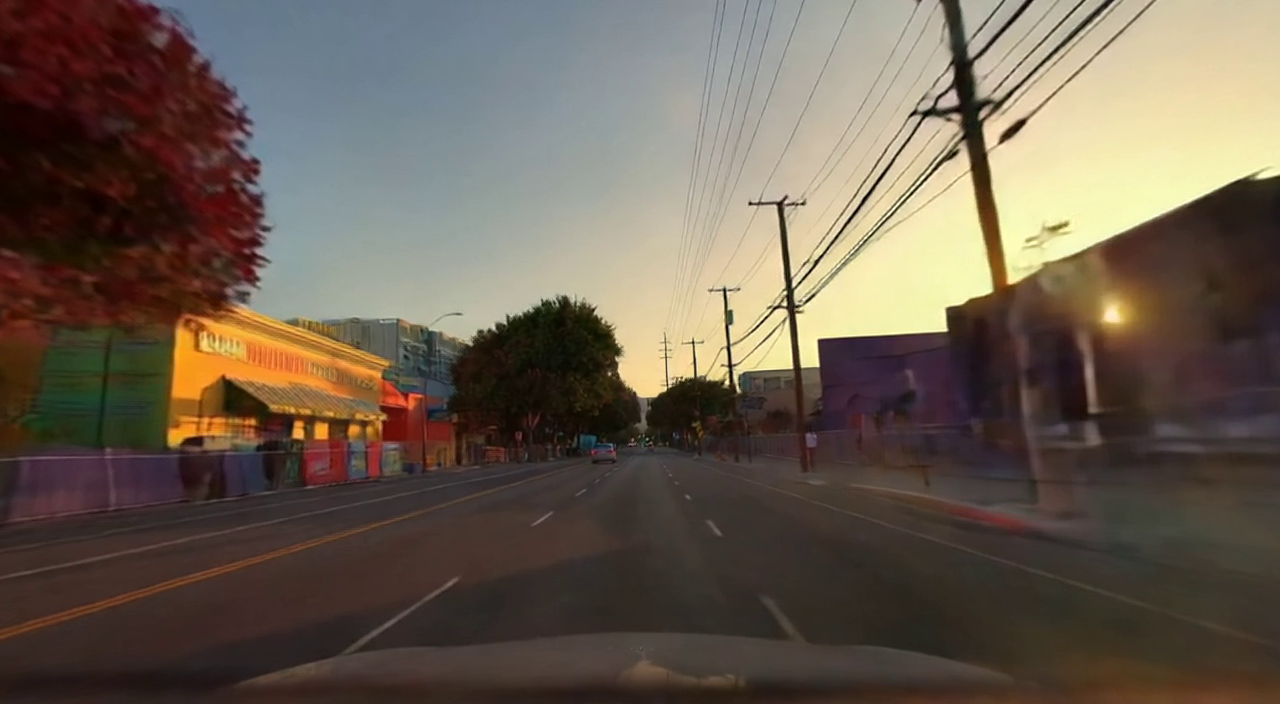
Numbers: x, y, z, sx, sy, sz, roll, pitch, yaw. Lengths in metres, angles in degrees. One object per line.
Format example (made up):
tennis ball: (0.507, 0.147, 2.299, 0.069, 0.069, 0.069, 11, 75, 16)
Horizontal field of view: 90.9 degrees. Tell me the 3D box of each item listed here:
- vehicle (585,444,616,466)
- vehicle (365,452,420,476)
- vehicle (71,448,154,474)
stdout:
vehicle: (-2.983, 7.887, 48.630, 2.036, 1.589, 4.549, -1, -8, 2)
vehicle: (-17.056, 7.734, 43.655, 1.995, 1.460, 4.802, -1, -8, -2)
vehicle: (-39.919, 8.264, 47.809, 4.290, 1.788, 2.165, 0, -8, -1)
